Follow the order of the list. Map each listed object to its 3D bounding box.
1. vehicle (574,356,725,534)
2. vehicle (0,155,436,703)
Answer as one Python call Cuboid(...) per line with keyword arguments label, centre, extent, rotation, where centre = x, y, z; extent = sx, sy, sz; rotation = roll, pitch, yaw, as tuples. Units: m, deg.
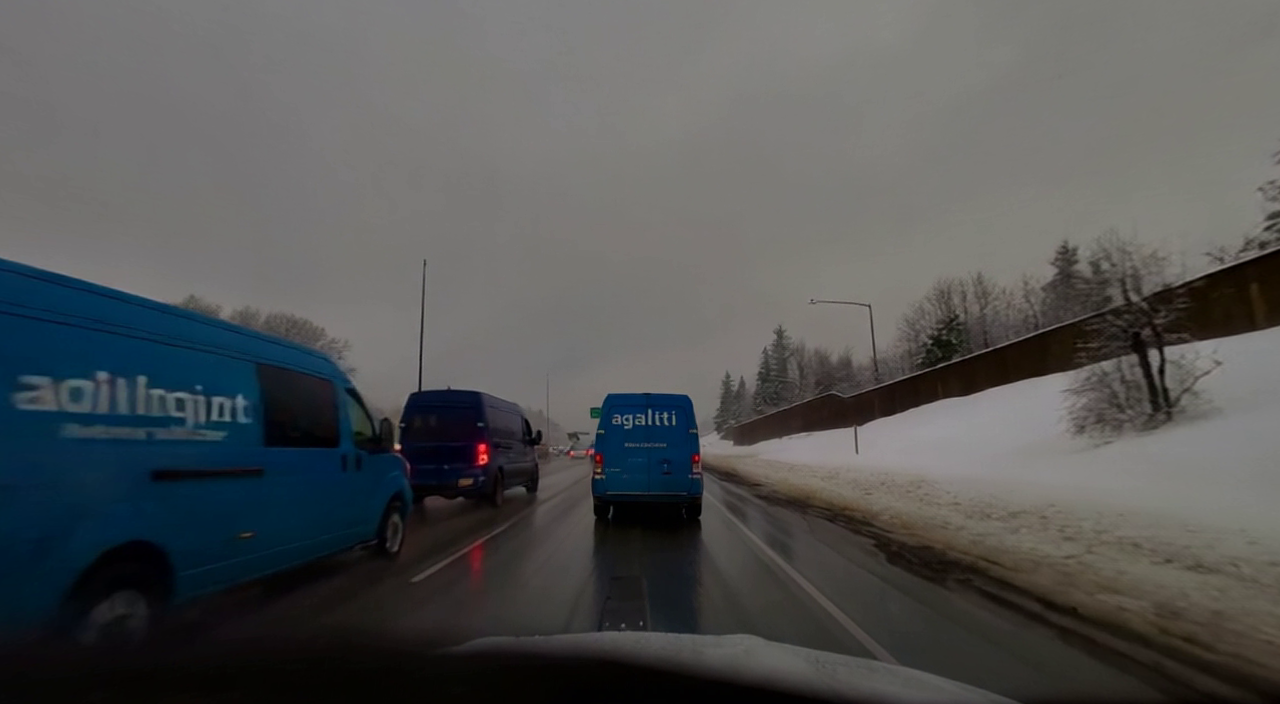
Cuboid(label="vehicle", centre=(0.132, 1.895, 12.995), extent=(2.316, 2.738, 6.398), rotation=(0, -9, 0))
Cuboid(label="vehicle", centre=(-3.757, 0.846, 4.843), extent=(2.729, 2.439, 5.418), rotation=(1, -9, -3))
